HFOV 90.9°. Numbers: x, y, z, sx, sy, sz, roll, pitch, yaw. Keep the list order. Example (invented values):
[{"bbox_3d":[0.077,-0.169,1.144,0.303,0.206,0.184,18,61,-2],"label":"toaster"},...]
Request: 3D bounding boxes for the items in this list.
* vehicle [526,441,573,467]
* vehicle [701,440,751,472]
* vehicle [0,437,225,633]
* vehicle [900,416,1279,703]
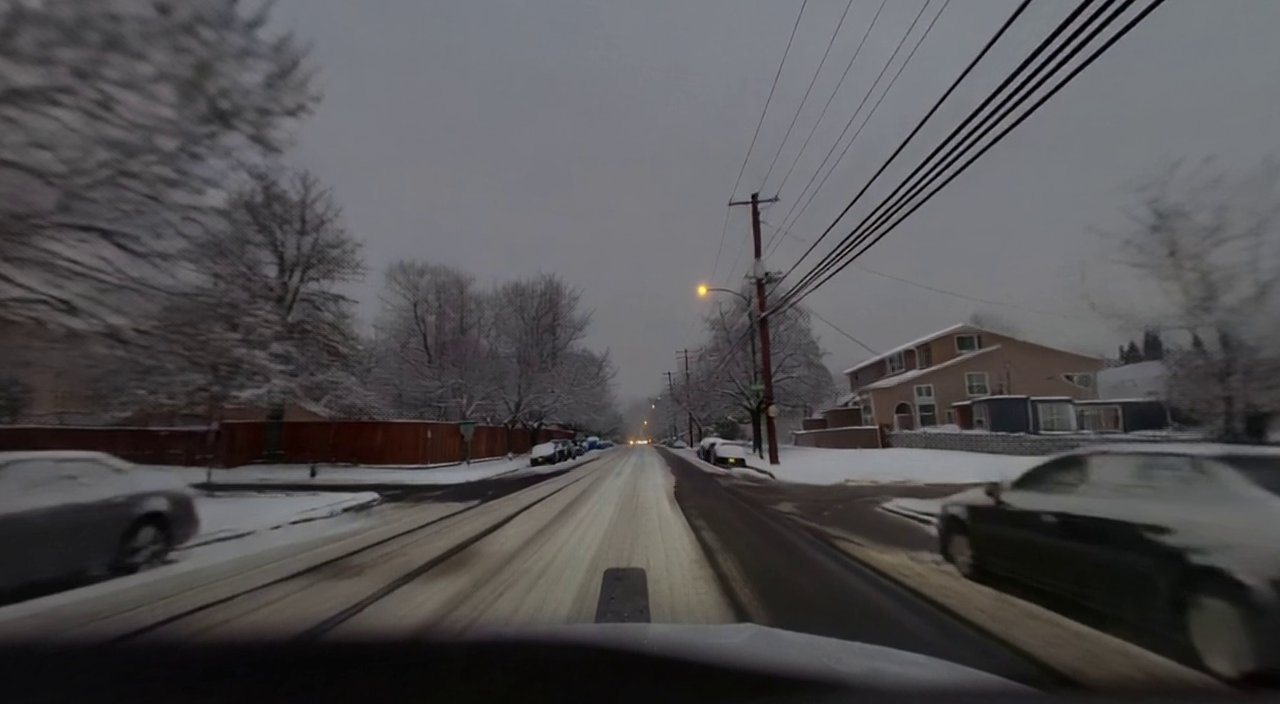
[{"bbox_3d":[-5.634,6.429,39.910,2.231,1.492,4.727,0,-8,1],"label":"vehicle"},{"bbox_3d":[4.169,5.095,31.121,1.851,1.438,4.177,0,-8,0],"label":"vehicle"},{"bbox_3d":[-5.909,1.477,5.263,1.896,1.473,4.492,1,-7,-1],"label":"vehicle"},{"bbox_3d":[3.842,1.236,4.164,2.037,1.484,4.871,0,-8,-2],"label":"vehicle"}]
